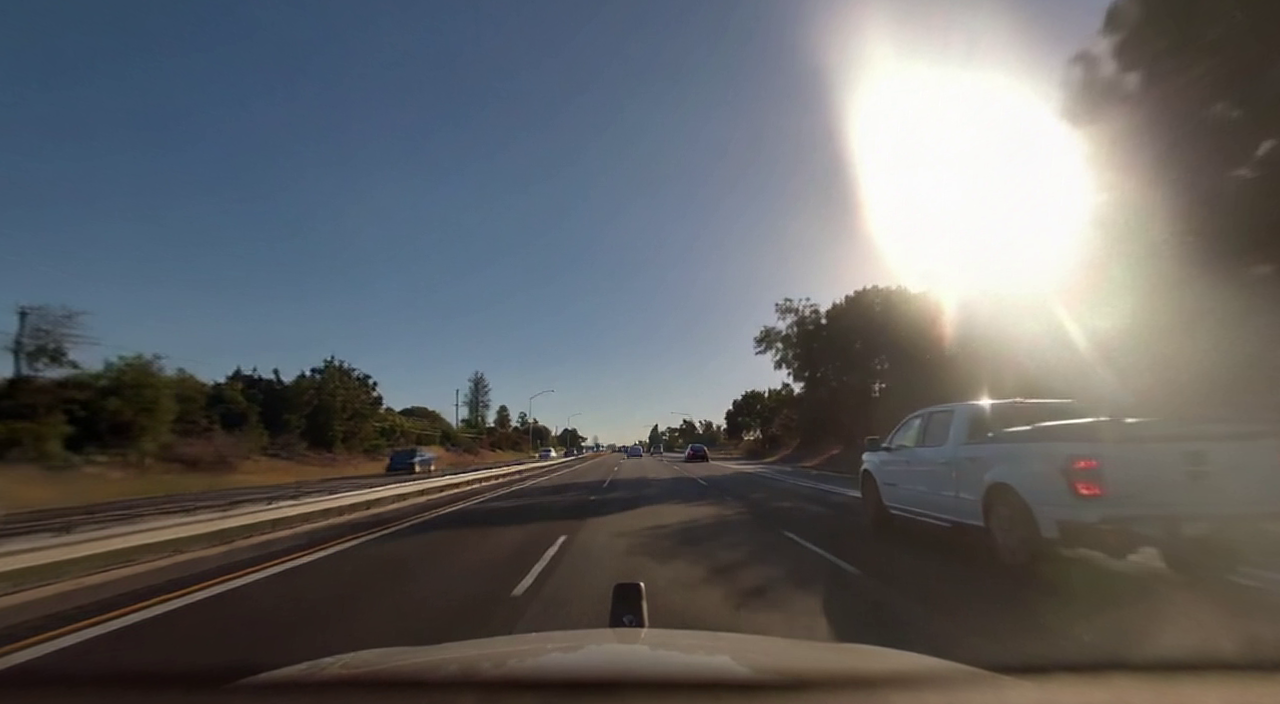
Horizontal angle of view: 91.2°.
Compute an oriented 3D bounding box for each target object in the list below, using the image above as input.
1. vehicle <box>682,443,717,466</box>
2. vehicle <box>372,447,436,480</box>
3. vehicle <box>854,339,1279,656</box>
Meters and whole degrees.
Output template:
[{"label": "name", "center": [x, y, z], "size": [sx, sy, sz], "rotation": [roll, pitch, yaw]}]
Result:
[{"label": "vehicle", "center": [4.017, 6.983, 42.662], "size": [1.917, 1.488, 3.693], "rotation": [0, -9, -1]}, {"label": "vehicle", "center": [-13.152, 6.209, 35.226], "size": [1.949, 1.689, 4.243], "rotation": [0, -9, 0]}, {"label": "vehicle", "center": [4.216, 1.264, 6.467], "size": [2.177, 1.914, 5.245], "rotation": [0, -9, 0]}]
